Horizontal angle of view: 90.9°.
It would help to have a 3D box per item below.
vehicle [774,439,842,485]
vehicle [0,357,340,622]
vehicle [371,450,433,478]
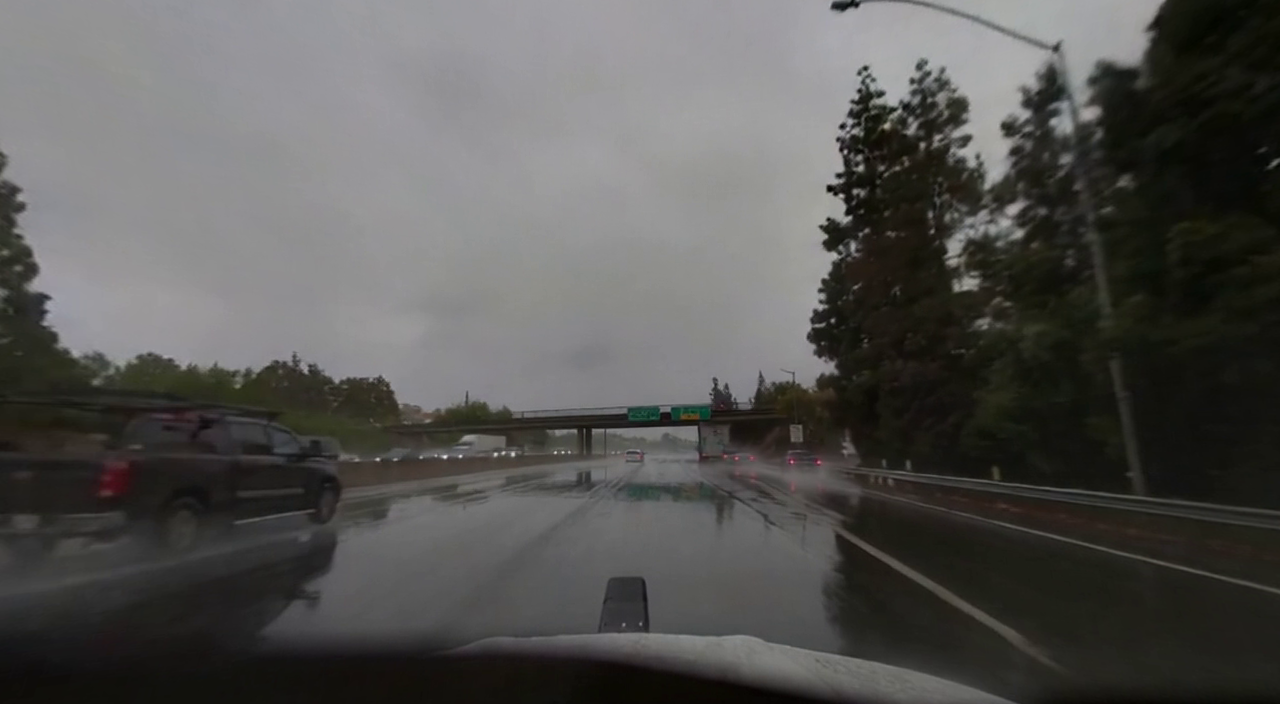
[{"bbox_3d":[7.552,4.961,28.838,2.146,1.929,4.388,0,-8,4],"label":"vehicle"},{"bbox_3d":[-6.513,1.605,8.408,2.264,2.379,5.248,0,-8,1],"label":"vehicle"},{"bbox_3d":[-15.388,7.234,41.059,2.113,1.640,4.337,0,-8,3],"label":"vehicle"}]
